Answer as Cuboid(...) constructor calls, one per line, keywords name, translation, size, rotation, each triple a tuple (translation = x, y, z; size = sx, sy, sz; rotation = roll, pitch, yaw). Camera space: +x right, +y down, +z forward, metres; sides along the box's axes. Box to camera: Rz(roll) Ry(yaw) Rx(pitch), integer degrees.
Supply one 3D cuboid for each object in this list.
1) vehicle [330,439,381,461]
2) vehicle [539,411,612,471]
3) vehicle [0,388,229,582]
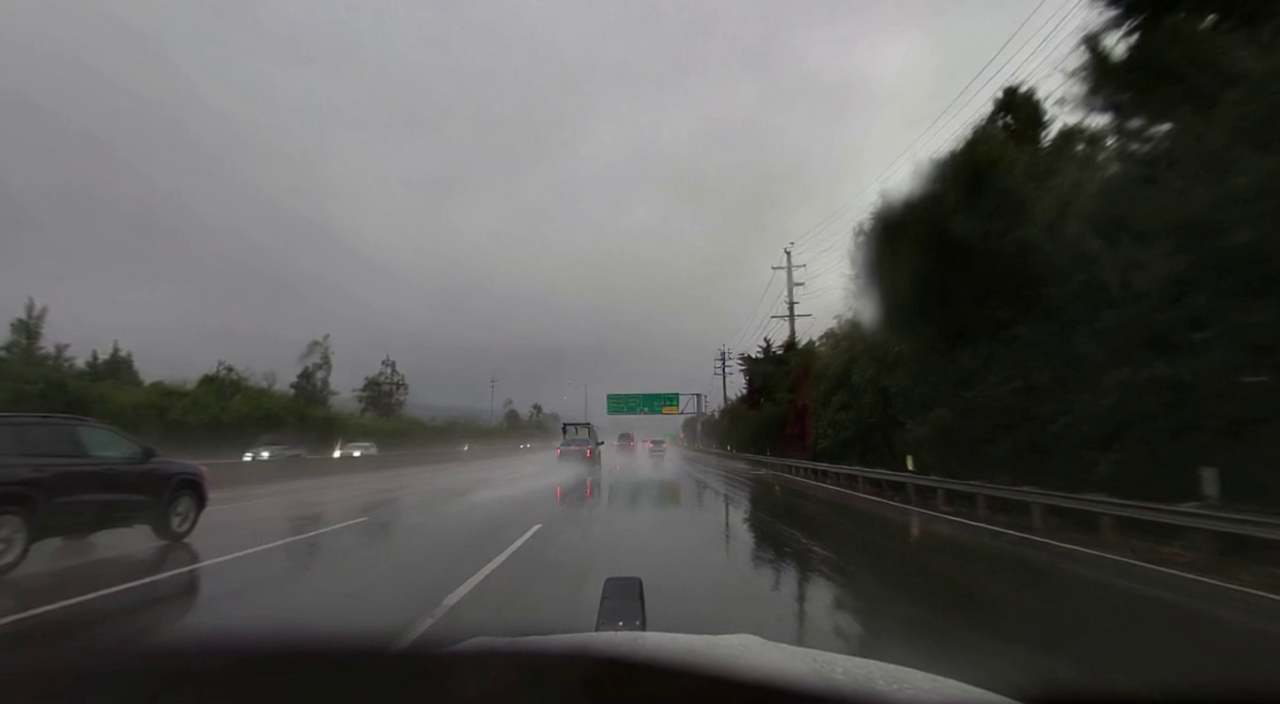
Cuboid(name="vehicle", translation=(-21.017, 7.261, 46.717), size=(1.771, 1.517, 4.056), rotation=(0, -9, 2))
Cuboid(name="vehicle", translation=(-3.341, 5.052, 35.361), size=(2.915, 2.885, 9.394), rotation=(0, -9, 1))
Cuboid(name="vehicle", translation=(-7.410, 1.413, 6.887), size=(2.192, 1.893, 5.330), rotation=(0, -9, 0))
